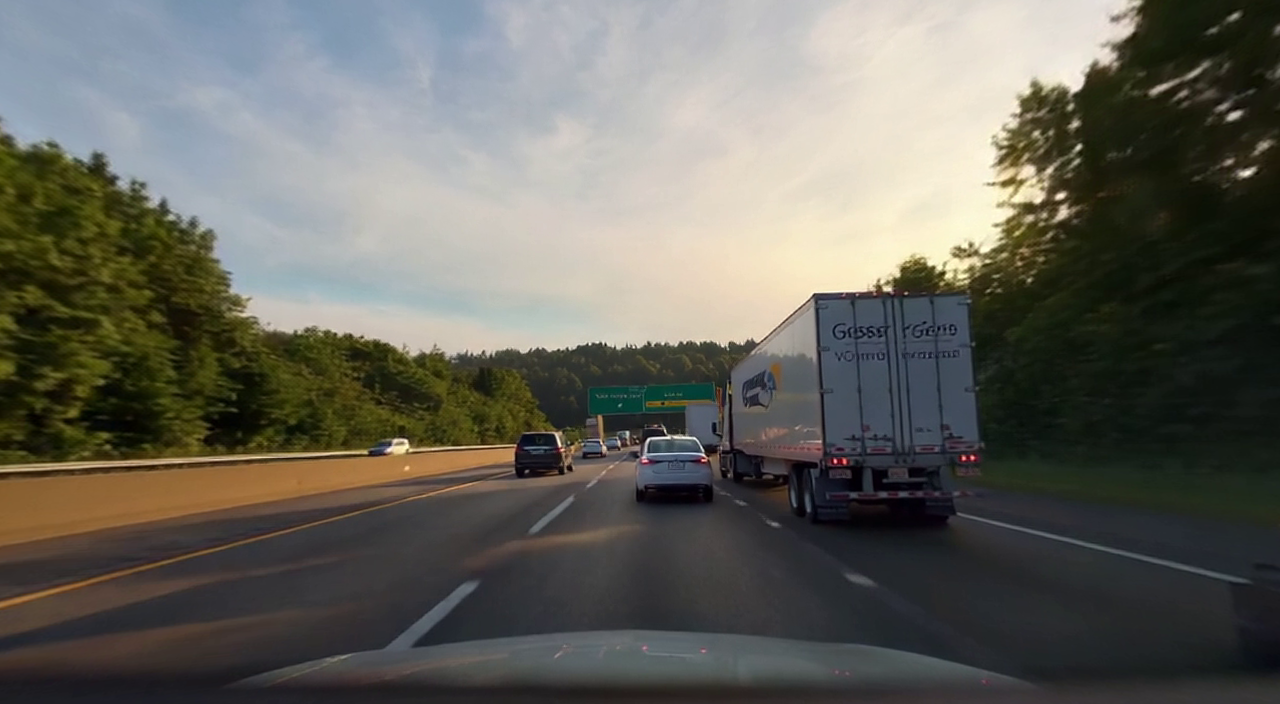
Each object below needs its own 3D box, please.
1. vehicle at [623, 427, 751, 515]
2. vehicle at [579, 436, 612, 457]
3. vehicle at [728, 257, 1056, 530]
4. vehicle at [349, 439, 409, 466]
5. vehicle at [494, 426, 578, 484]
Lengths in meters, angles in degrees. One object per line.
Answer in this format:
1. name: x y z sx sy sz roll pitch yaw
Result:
1. vehicle: 0.810 2.337 13.037 2.200 1.495 4.282 0 -8 0
2. vehicle: -3.454 7.459 49.831 2.181 1.538 4.169 0 -8 1
3. vehicle: 4.701 1.515 16.585 2.883 4.070 14.423 0 -8 1
4. vehicle: -14.951 5.747 36.315 1.836 1.429 3.652 0 -8 1
5. vehicle: -3.369 3.425 21.344 2.006 1.729 4.447 0 -8 1
